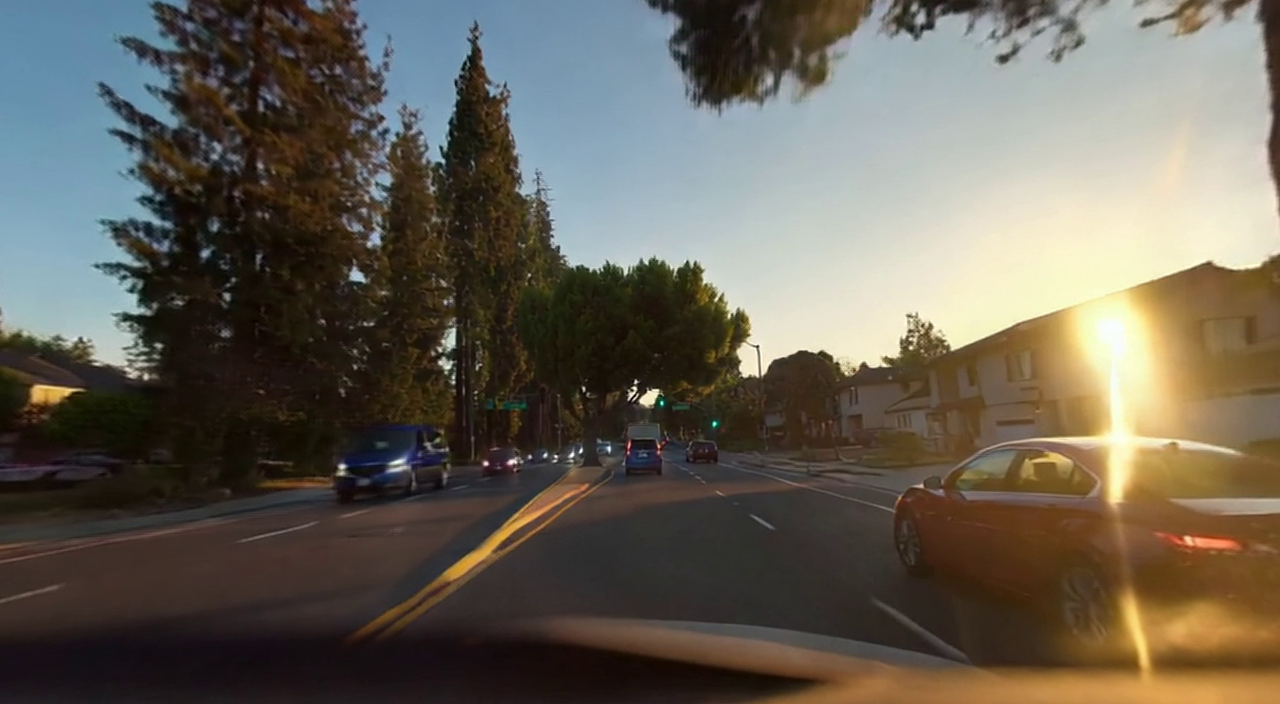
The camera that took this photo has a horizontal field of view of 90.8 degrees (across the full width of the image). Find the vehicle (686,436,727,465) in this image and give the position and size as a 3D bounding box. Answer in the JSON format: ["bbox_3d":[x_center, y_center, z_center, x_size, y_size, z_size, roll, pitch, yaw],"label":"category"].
[{"bbox_3d":[4.374,6.588,42.491,2.187,1.847,4.553,0,-8,-1],"label":"vehicle"}]

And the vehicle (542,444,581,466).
[{"bbox_3d":[-5.658,7.431,45.980,2.193,1.502,4.913,0,-8,0],"label":"vehicle"}]

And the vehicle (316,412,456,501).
[{"bbox_3d":[-8.217,3.443,21.250,2.383,2.558,5.821,0,-8,-2],"label":"vehicle"}]

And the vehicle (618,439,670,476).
[{"bbox_3d":[0.167,4.602,27.899,2.114,1.483,4.207,0,-8,0],"label":"vehicle"}]

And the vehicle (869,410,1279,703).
[{"bbox_3d":[3.558,1.280,4.783,1.973,1.447,4.402,0,-8,0],"label":"vehicle"}]

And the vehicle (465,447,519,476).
[{"bbox_3d":[-7.986,5.906,34.448,2.070,1.454,4.400,0,-8,-2],"label":"vehicle"}]
